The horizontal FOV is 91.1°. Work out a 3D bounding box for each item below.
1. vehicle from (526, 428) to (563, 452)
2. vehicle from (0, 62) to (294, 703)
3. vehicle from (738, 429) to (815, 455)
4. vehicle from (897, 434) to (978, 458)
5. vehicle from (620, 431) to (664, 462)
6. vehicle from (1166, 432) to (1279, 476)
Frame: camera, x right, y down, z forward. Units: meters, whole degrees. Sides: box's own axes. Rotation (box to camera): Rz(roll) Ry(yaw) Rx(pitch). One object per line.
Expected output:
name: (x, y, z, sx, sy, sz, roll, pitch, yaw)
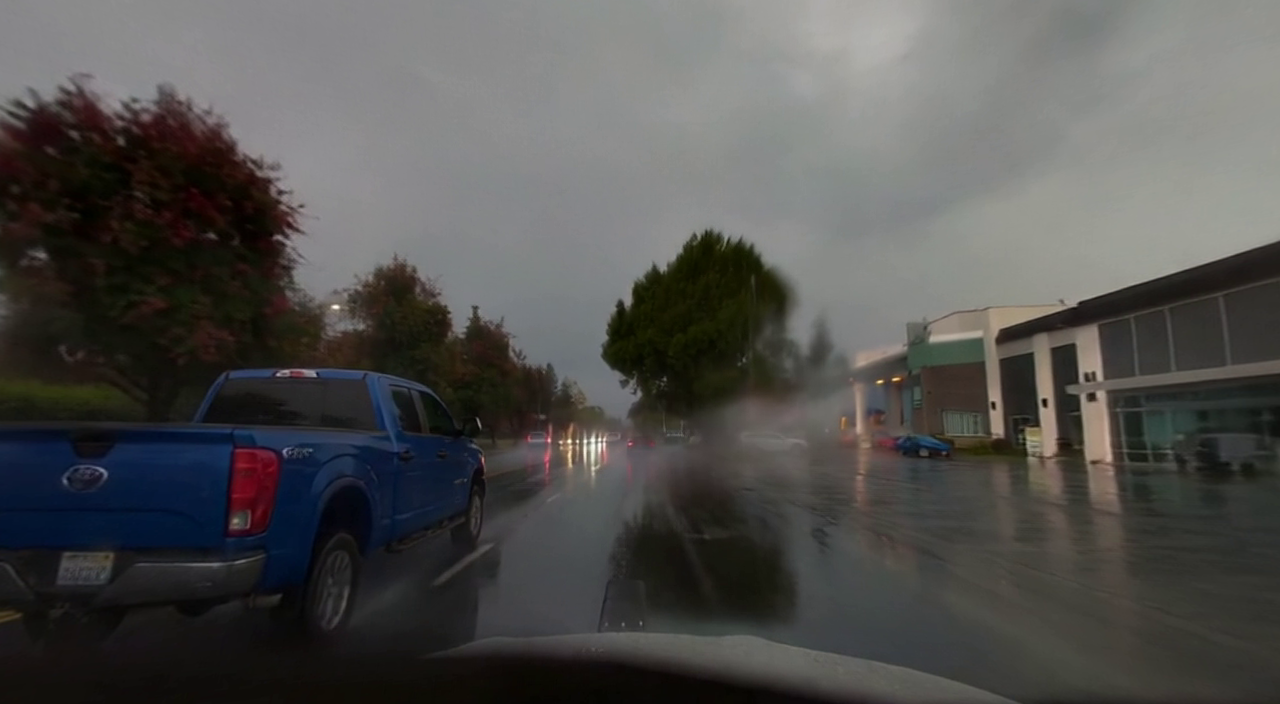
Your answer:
vehicle: (-7.493, 6.964, 49.709, 2.146, 1.788, 5.153, 0, -8, 0)
vehicle: (-3.508, 0.170, 1.028, 2.733, 2.495, 5.037, 0, -8, 3)
vehicle: (9.586, 6.335, 44.152, 5.109, 1.735, 1.997, 4, -9, -25)
vehicle: (20.783, 6.528, 43.852, 4.836, 1.567, 2.051, -5, -9, 31)
vehicle: (0.109, 5.049, 33.662, 2.191, 1.530, 4.470, 0, -8, 0)
vehicle: (22.080, 3.633, 22.614, 4.437, 1.485, 2.027, -5, -9, 30)
